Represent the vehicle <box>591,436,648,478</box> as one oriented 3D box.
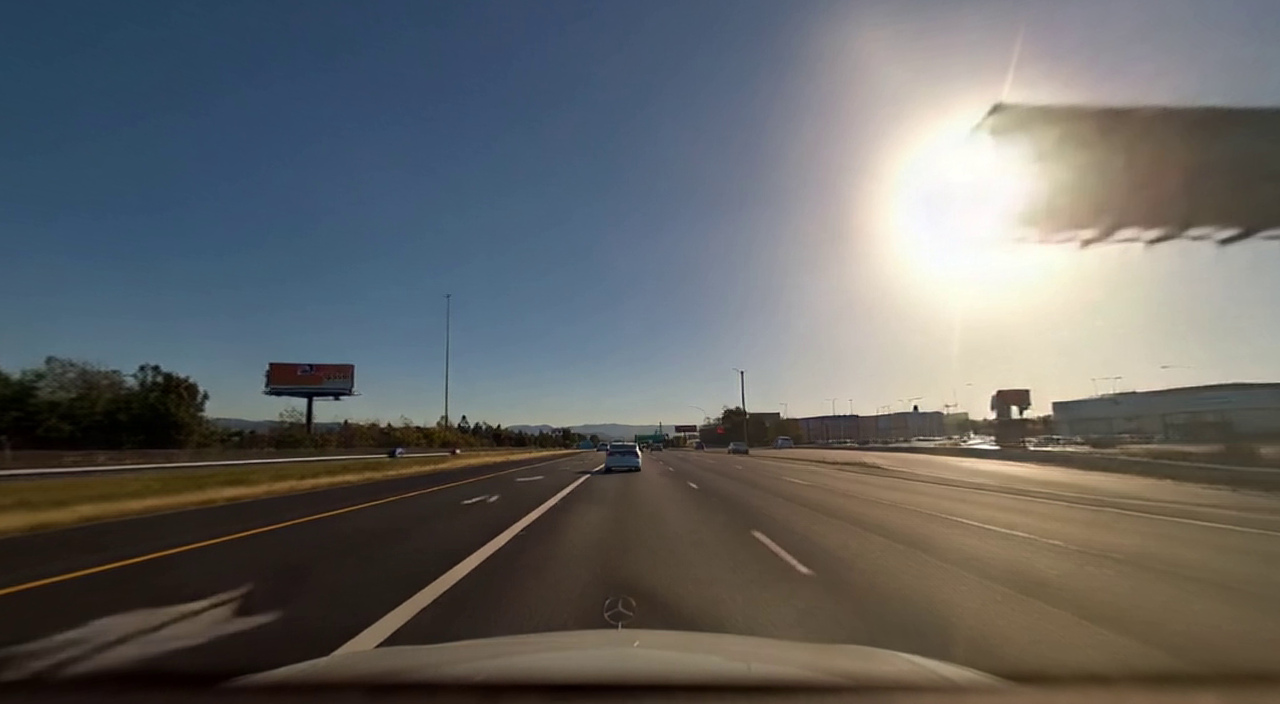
[{"bbox_3d":[-0.775,4.260,25.707,2.147,1.576,3.964,0,-9,0],"label":"vehicle"}]
